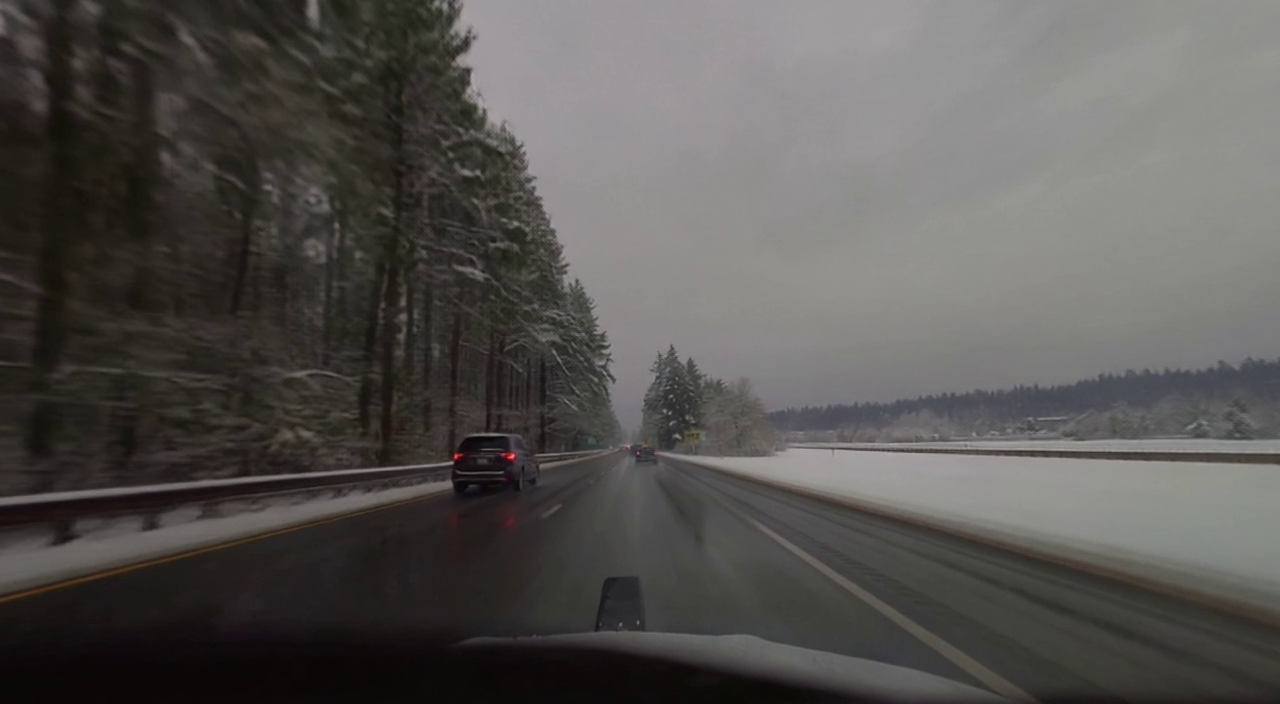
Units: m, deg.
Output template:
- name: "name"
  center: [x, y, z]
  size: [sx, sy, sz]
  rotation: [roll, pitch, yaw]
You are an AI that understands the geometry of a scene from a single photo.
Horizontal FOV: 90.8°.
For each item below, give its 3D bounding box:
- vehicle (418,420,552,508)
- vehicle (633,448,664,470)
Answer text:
- name: "vehicle"
  center: [-3.998, 3.007, 17.382]
  size: [2.418, 2.049, 4.930]
  rotation: [0, -9, 0]
- name: "vehicle"
  center: [0.533, 7.344, 43.558]
  size: [2.046, 1.452, 4.407]
  rotation: [0, -9, 0]
